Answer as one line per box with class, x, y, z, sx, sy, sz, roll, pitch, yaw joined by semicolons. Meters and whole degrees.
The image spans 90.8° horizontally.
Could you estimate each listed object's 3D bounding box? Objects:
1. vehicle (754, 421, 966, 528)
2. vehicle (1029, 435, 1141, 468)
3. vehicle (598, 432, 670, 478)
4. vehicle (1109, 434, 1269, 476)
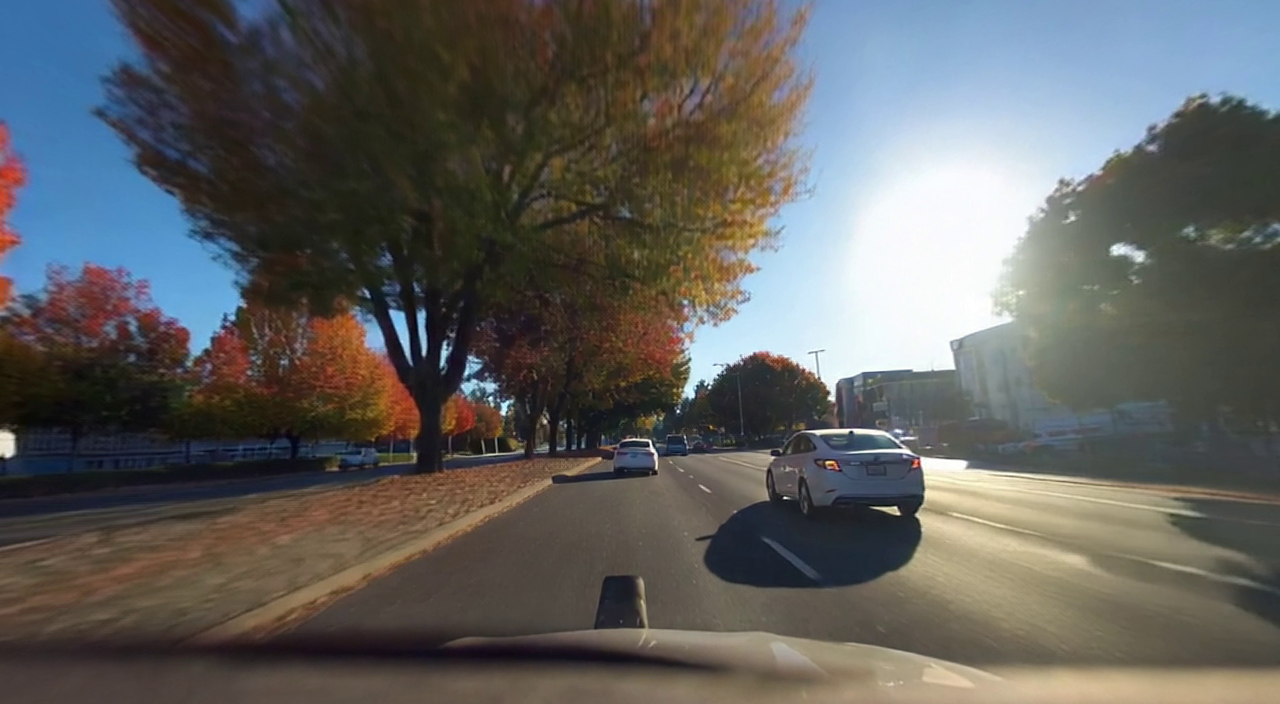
vehicle;3.469;2.028;11.037;2.094;1.480;4.323;0;-8;-1
vehicle;21.032;4.717;30.142;1.890;1.455;4.592;0;-8;-2
vehicle;-0.202;3.605;22.333;2.289;1.471;4.477;0;-8;0
vehicle;20.989;3.960;24.495;1.890;1.445;4.805;0;-8;0
